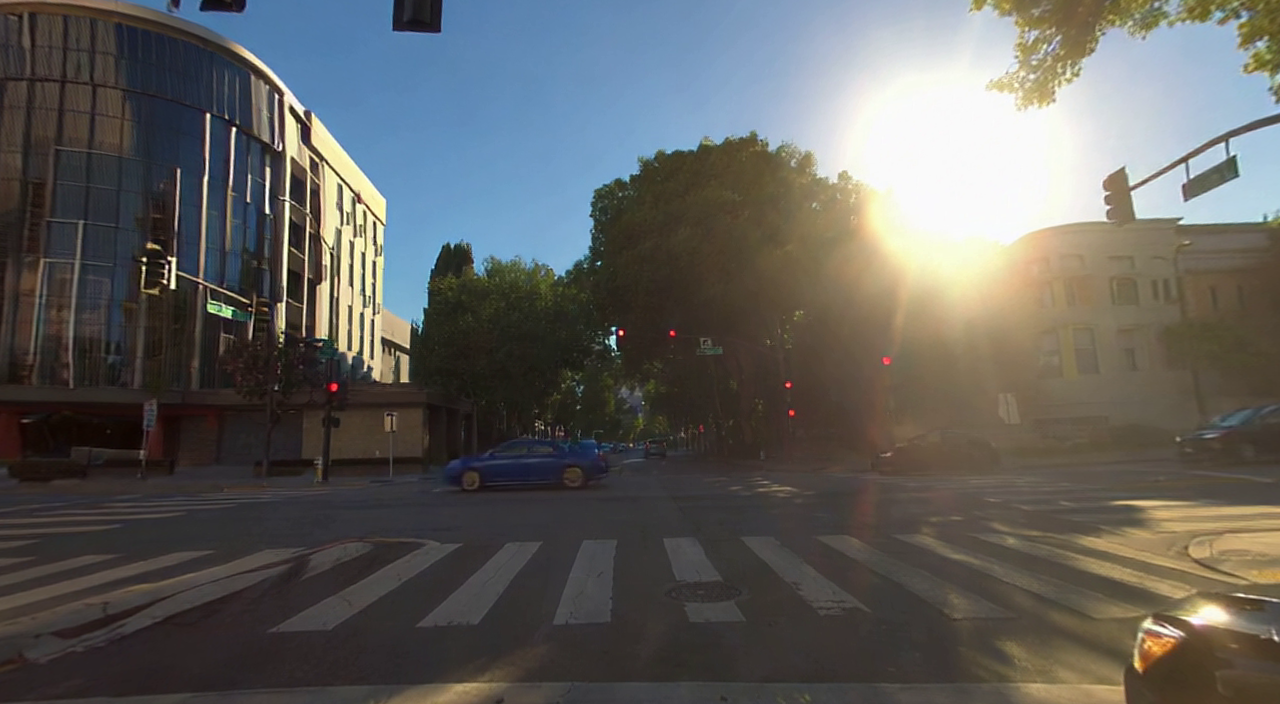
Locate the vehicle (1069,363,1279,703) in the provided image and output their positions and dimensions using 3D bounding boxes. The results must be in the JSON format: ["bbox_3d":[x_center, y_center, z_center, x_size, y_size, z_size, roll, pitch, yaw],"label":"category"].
[{"bbox_3d":[2.890,0.672,0.832,1.947,1.576,3.825,0,-8,1],"label":"vehicle"}]

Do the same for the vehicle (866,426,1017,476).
[{"bbox_3d":[10.539,3.506,22.367,4.551,1.625,2.053,-3,-9,19],"label":"vehicle"}]

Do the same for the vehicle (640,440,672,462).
[{"bbox_3d":[1.118,7.165,45.556,2.031,1.442,4.446,0,-8,-3],"label":"vehicle"}]

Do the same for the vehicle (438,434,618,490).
[{"bbox_3d":[-2.959,3.021,17.398,4.613,1.443,1.883,0,-8,0],"label":"vehicle"}]
